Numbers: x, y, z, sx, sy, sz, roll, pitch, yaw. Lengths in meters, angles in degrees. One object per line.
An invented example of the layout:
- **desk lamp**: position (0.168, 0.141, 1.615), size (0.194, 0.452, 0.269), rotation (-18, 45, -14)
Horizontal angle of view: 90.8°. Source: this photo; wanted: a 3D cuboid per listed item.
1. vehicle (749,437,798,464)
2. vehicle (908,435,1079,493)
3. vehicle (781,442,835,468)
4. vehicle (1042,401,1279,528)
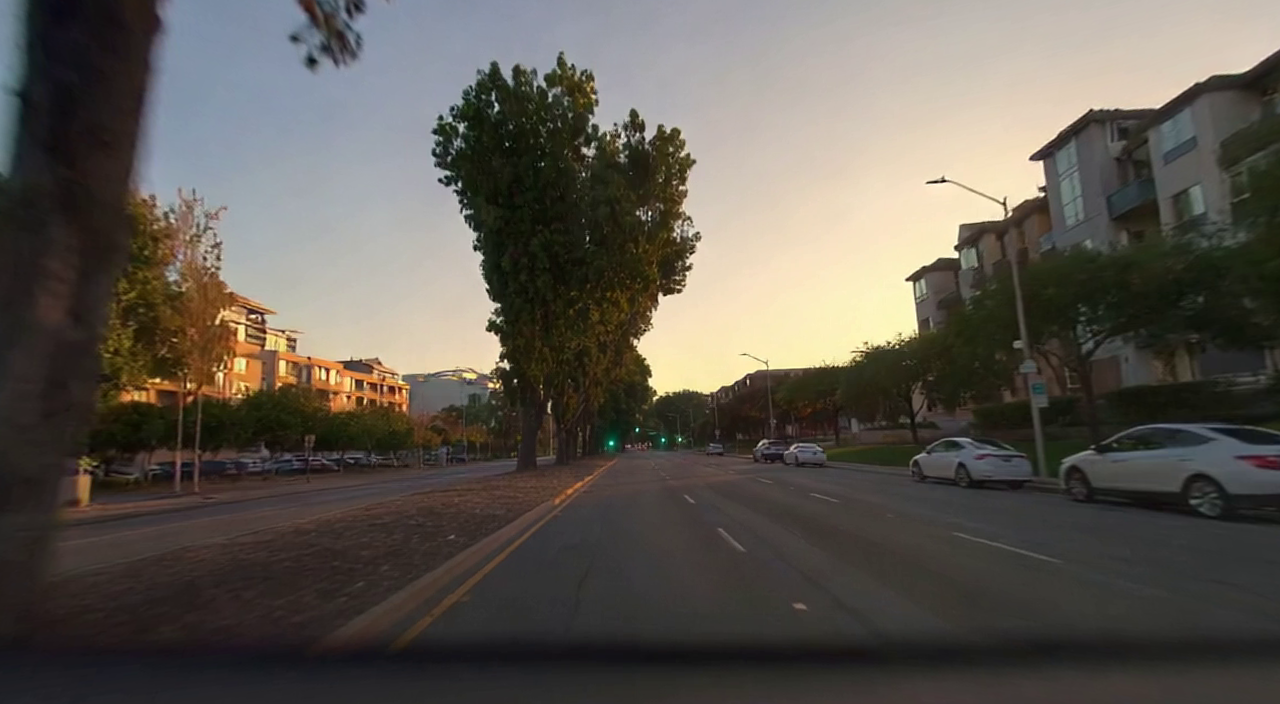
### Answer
- **vehicle**: position (9.664, 7.169, 46.210), size (2.272, 1.843, 4.913), rotation (1, -9, -3)
- **vehicle**: position (10.115, 3.235, 18.690), size (2.011, 1.466, 4.989), rotation (0, -9, -3)
- **vehicle**: position (9.953, 6.118, 37.750), size (1.964, 1.477, 4.459), rotation (0, -9, 0)
- **vehicle**: position (10.208, 2.018, 11.771), size (2.064, 1.827, 5.201), rotation (0, -9, 1)
